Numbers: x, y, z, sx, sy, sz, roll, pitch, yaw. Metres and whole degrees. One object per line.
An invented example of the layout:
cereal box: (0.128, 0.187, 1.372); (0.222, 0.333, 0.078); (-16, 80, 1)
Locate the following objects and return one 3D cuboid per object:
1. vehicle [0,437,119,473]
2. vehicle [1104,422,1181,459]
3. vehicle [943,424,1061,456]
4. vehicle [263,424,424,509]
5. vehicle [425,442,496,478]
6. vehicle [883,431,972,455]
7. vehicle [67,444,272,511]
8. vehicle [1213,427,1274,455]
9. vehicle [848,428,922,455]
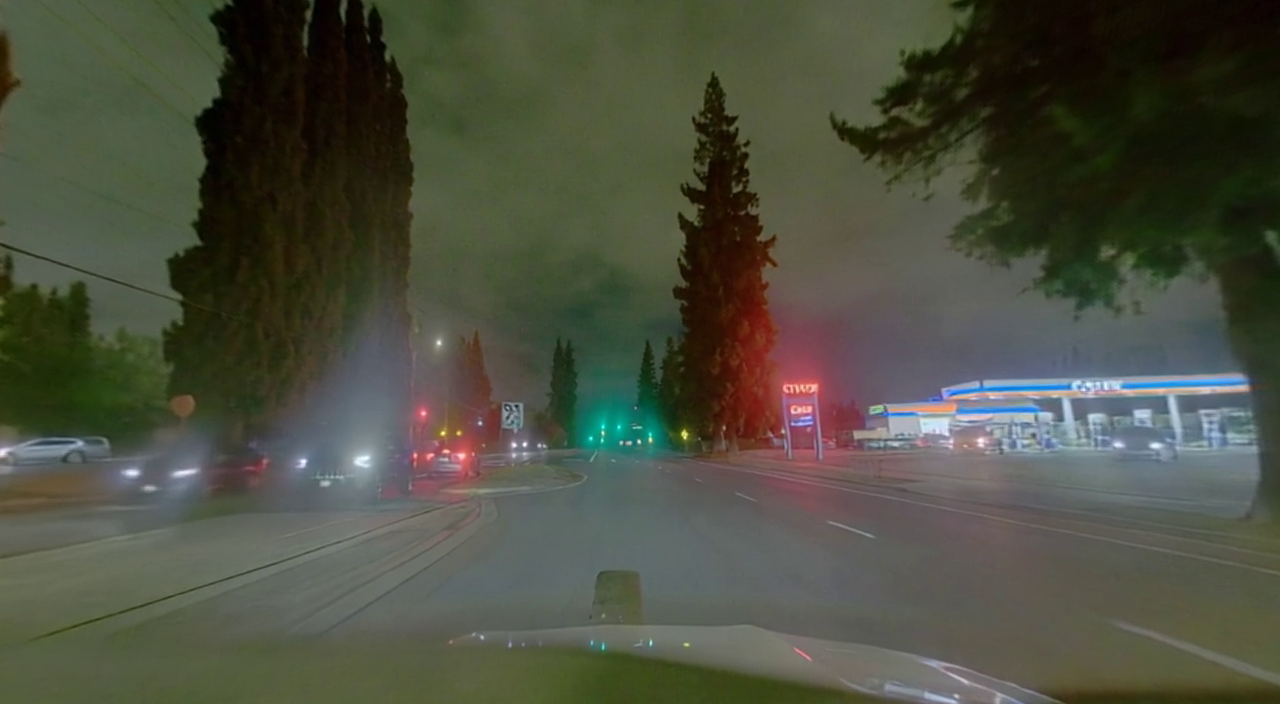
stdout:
vehicle: (-28.872, 5.048, 31.200); (4.390, 1.665, 1.934); (4, -10, -27)
vehicle: (21.445, 3.800, 26.889); (4.557, 1.434, 1.916); (8, -12, -44)
vehicle: (19.004, 4.665, 33.370); (4.868, 1.610, 2.223); (0, -9, -2)
vehicle: (-7.001, 2.740, 15.575); (1.987, 1.747, 4.545); (0, -9, -4)
vehicle: (-7.841, 4.733, 28.012); (1.982, 1.465, 4.376); (0, -9, -2)
vehicle: (18.658, 5.941, 41.156); (4.800, 1.459, 2.051); (1, -9, -5)
vehicle: (-11.791, 3.129, 16.334); (1.950, 1.471, 4.557); (0, -9, -3)
vehicle: (32.638, 4.833, 34.246); (1.894, 1.434, 4.308); (-7, -11, 38)
vehicle: (17.754, 6.485, 45.921); (4.422, 1.586, 1.990); (-4, -6, -2)
